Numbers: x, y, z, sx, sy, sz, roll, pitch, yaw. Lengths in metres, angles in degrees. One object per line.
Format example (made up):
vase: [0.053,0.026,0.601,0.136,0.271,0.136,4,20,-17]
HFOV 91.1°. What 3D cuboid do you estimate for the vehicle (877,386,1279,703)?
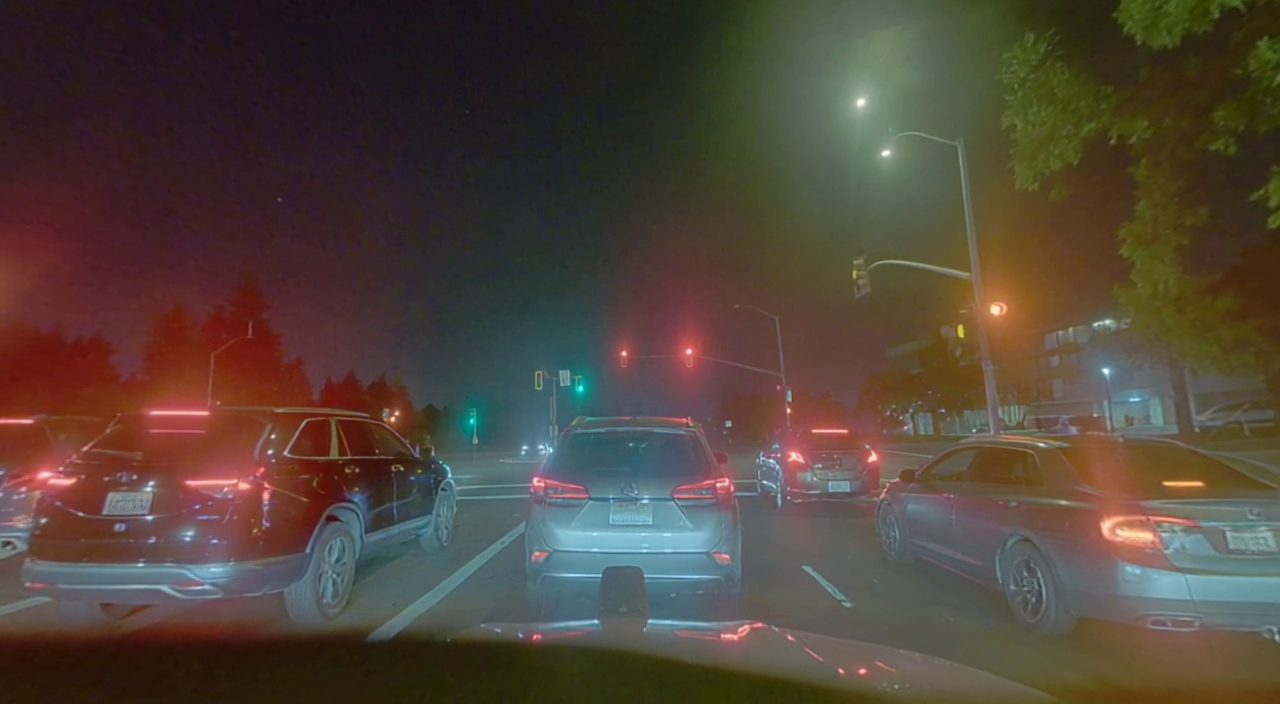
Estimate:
vehicle: [3.591,1.199,4.601,2.010,1.486,4.498,0,-8,1]

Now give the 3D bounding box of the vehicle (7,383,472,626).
vehicle: [-3.553,1.429,6.855,2.014,1.755,4.360,0,-8,3]

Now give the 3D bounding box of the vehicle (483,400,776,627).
vehicle: [-0.056,1.401,6.303,2.047,1.579,3.642,0,-8,1]
